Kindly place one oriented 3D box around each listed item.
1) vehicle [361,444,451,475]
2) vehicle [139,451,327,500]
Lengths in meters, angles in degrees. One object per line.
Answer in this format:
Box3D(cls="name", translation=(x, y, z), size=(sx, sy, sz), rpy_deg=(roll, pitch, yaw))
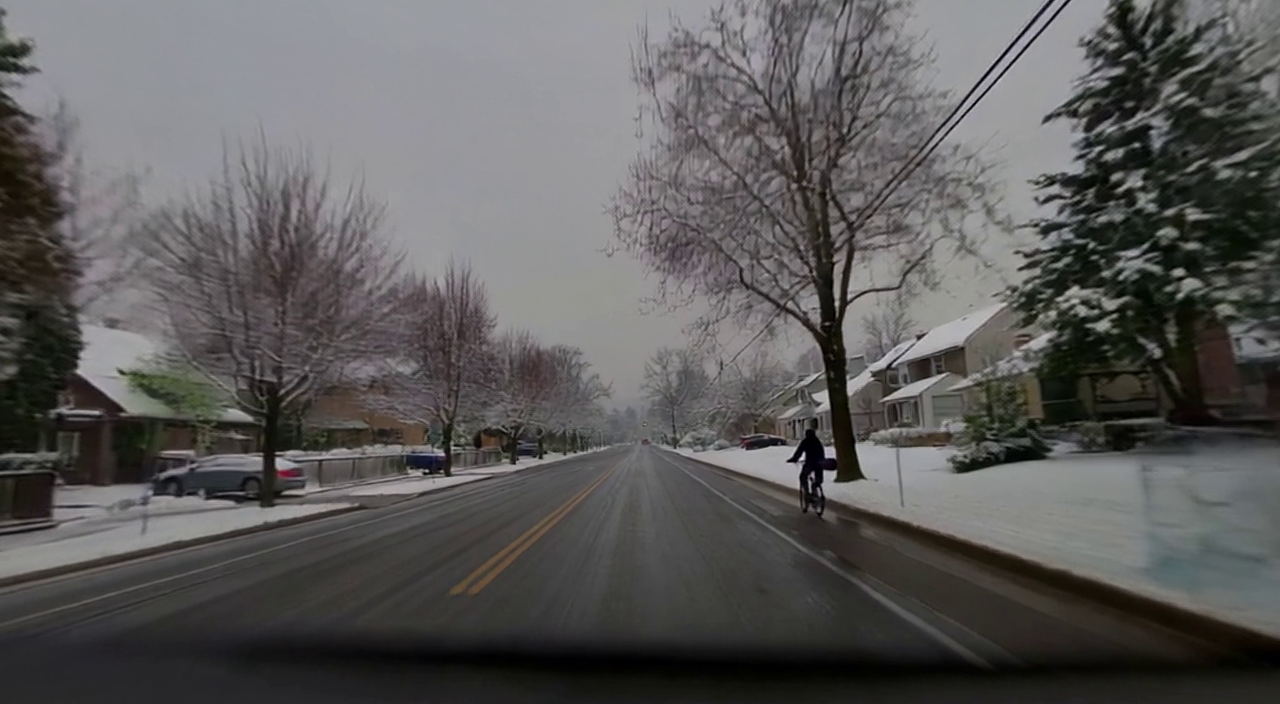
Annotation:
Box3D(cls="vehicle", translation=(-13.923, 6.398, 37.745), size=(4.587, 1.722, 1.906), rpy_deg=(0, -9, -1))
Box3D(cls="vehicle", translation=(-13.037, 3.957, 20.479), size=(4.717, 1.465, 1.887), rpy_deg=(0, -9, -3))
